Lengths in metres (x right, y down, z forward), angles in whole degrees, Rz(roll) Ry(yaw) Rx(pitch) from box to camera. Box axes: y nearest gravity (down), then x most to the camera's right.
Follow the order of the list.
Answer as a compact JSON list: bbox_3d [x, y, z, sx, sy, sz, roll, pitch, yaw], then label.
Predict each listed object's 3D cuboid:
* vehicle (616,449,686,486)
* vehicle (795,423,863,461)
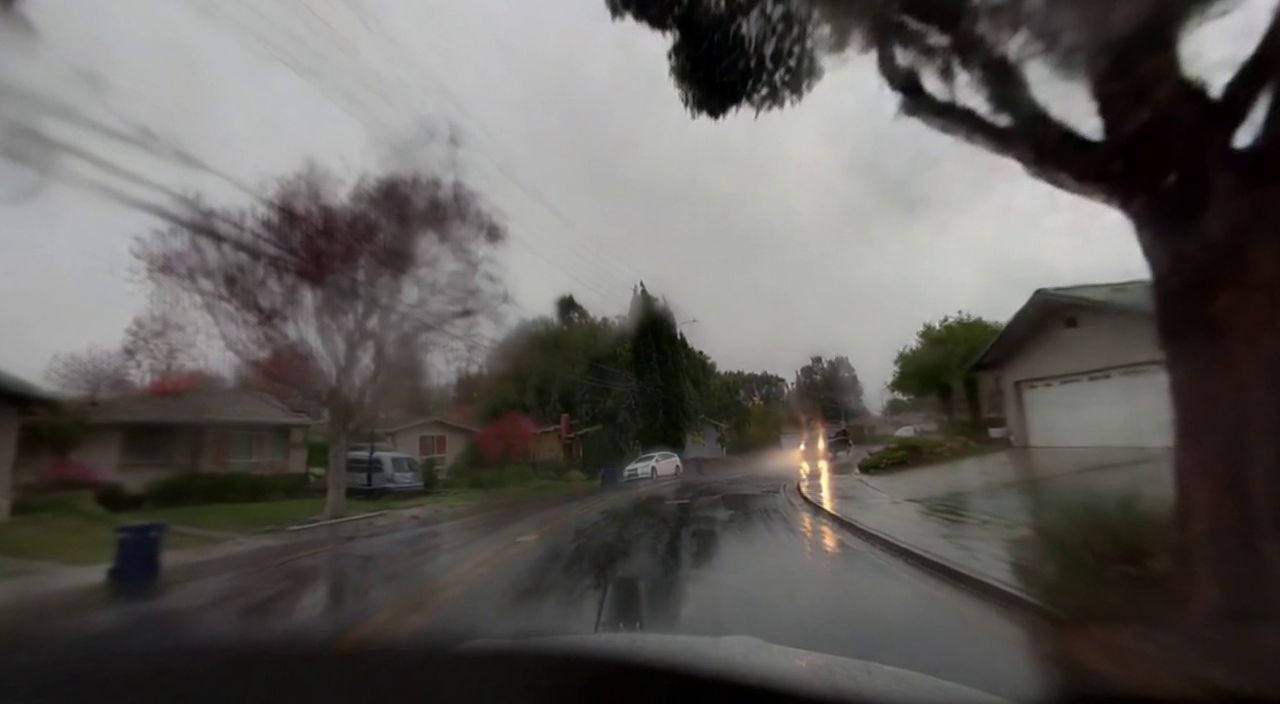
[{"bbox_3d":[0.721,6.644,36.611,2.039,1.949,4.511,-5,-10,32],"label":"vehicle"},{"bbox_3d":[10.883,5.149,36.075,2.086,1.974,4.890,-6,-10,36],"label":"vehicle"}]
